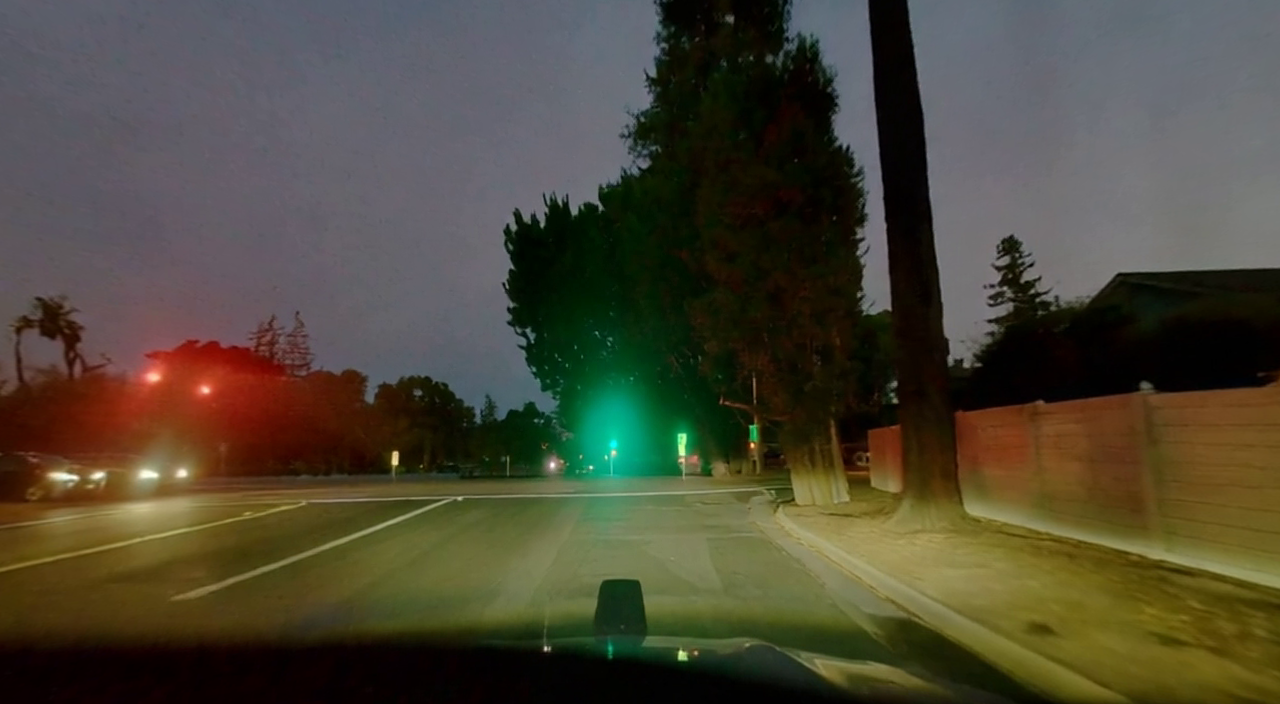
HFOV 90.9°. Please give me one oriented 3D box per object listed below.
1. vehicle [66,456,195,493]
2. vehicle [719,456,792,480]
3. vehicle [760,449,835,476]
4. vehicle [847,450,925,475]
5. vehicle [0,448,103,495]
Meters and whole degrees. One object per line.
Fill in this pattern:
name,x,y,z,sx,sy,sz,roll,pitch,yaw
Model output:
vehicle,-26.000,6.262,32.320,4.664,1.728,1.959,1,-9,-6
vehicle,7.783,7.814,42.601,4.510,1.461,1.828,1,-9,-8
vehicle,9.768,6.838,39.304,4.106,1.583,1.806,1,-9,-9
vehicle,17.178,7.736,44.131,4.626,1.608,1.911,1,-9,-8
vehicle,-25.149,4.722,25.147,5.107,1.749,2.254,0,-9,-6
